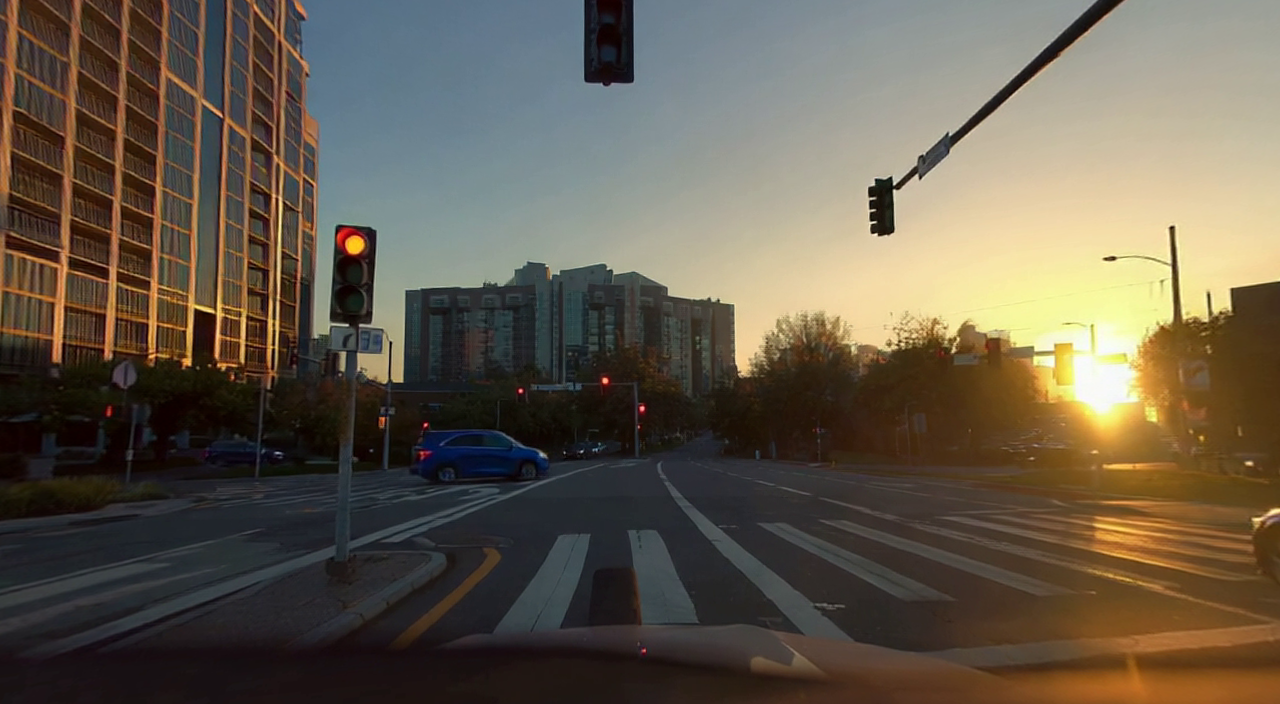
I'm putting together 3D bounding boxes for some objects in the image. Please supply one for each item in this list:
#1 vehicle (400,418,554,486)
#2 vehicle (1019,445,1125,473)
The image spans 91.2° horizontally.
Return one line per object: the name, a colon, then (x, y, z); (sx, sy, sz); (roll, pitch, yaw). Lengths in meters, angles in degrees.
vehicle: (-8.247, 5.077, 32.105); (7.088, 3.096, 2.678); (5, -10, -31)
vehicle: (25.286, 6.270, 36.801); (4.736, 1.542, 1.966); (0, -9, -2)
